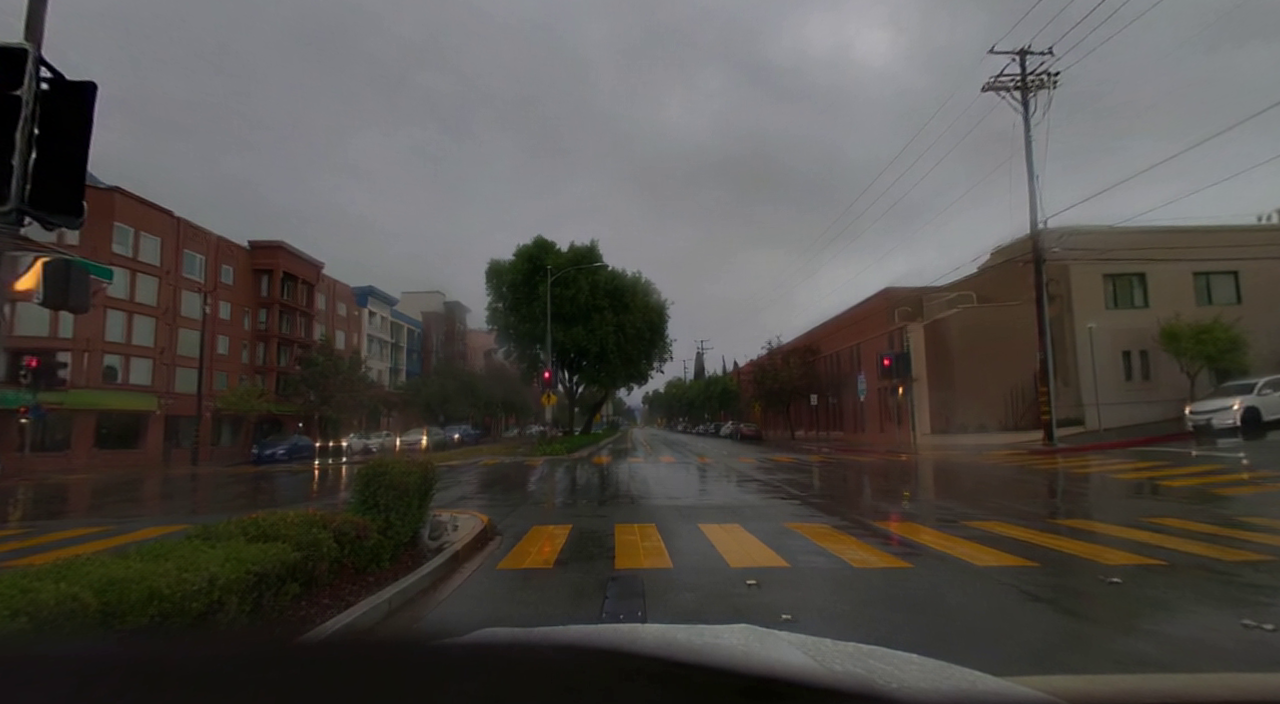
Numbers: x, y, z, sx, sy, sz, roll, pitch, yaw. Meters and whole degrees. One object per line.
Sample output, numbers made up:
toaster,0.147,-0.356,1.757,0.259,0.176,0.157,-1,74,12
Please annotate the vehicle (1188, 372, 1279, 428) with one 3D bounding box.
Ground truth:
vehicle,22.365,1.620,22.231,4.531,1.753,1.964,-2,-2,-5

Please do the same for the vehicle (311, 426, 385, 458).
vehicle,-18.258,5.677,39.847,2.225,1.871,5.189,0,-8,0

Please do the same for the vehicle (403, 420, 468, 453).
vehicle,-11.773,4.939,36.778,2.118,1.809,4.591,0,-8,2

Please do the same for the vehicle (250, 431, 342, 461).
vehicle,-18.057,4.973,33.517,1.939,1.430,5.533,0,-8,-2
